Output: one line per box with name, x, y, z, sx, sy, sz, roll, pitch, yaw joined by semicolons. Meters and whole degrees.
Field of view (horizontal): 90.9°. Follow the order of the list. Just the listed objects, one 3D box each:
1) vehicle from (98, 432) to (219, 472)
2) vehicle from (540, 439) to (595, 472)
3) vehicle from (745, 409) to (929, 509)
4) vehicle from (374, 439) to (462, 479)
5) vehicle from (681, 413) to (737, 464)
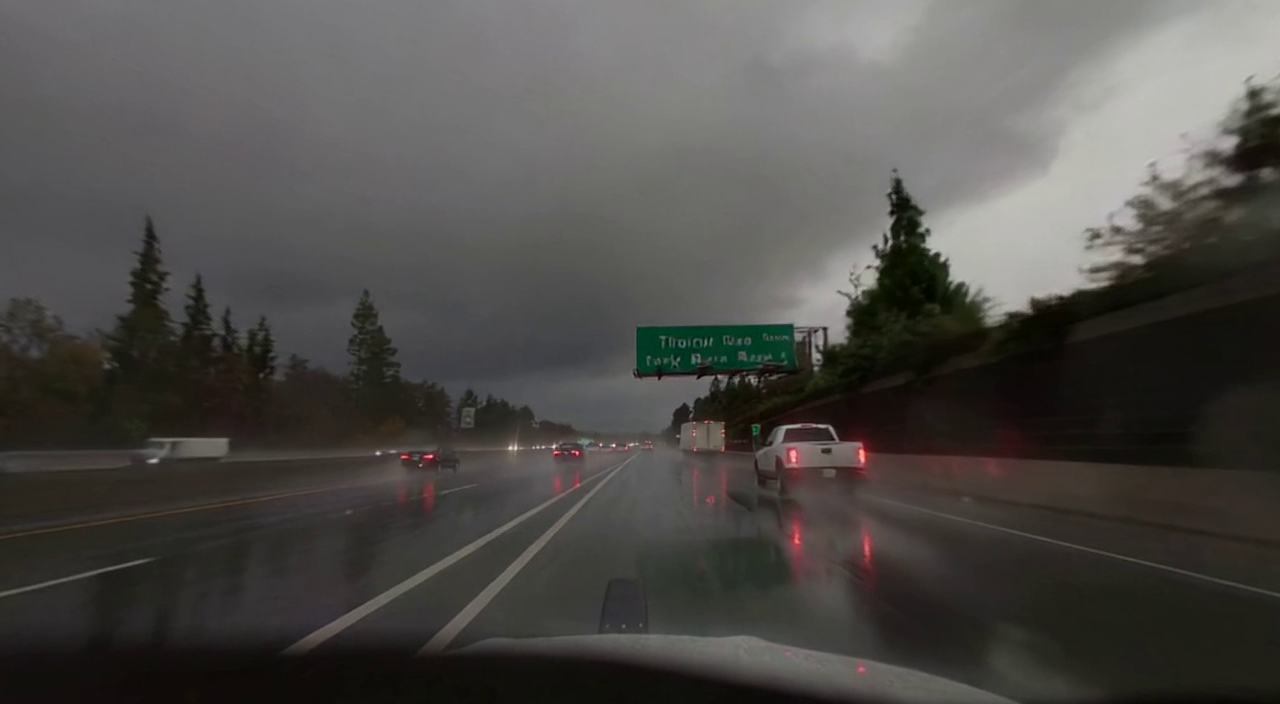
vehicle;-35.823;7.474;47.413;2.699;2.732;7.805;0;-8;2
vehicle;-3.410;4.945;30.423;1.981;1.473;4.317;0;-8;2
vehicle;4.382;2.564;15.594;2.355;1.930;6.633;0;-8;-1
vehicle;-8.902;4.298;25.748;1.899;1.465;4.589;0;-8;0
vehicle;4.377;5.721;41.505;2.732;3.052;7.118;0;-8;-1
